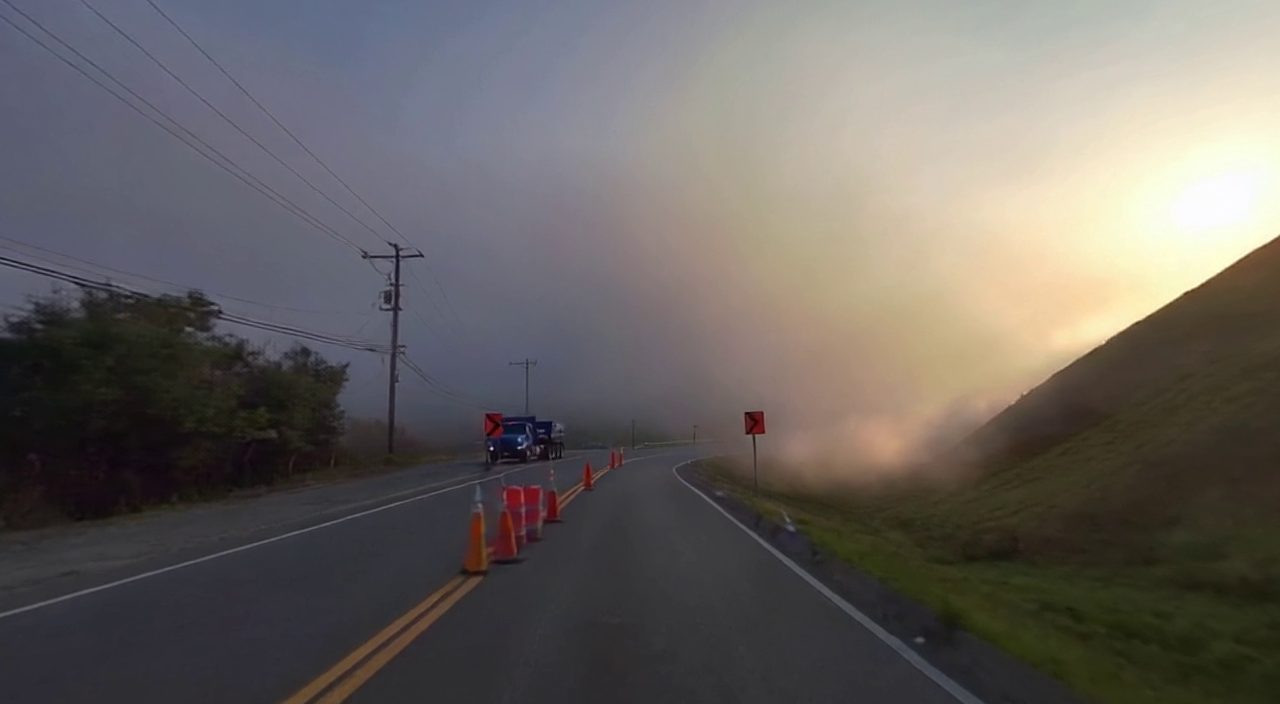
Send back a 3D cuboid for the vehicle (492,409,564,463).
[{"bbox_3d":[-7.319,5.662,42.217,3.031,3.185,7.053,-3,-9,4],"label":"vehicle"}]
